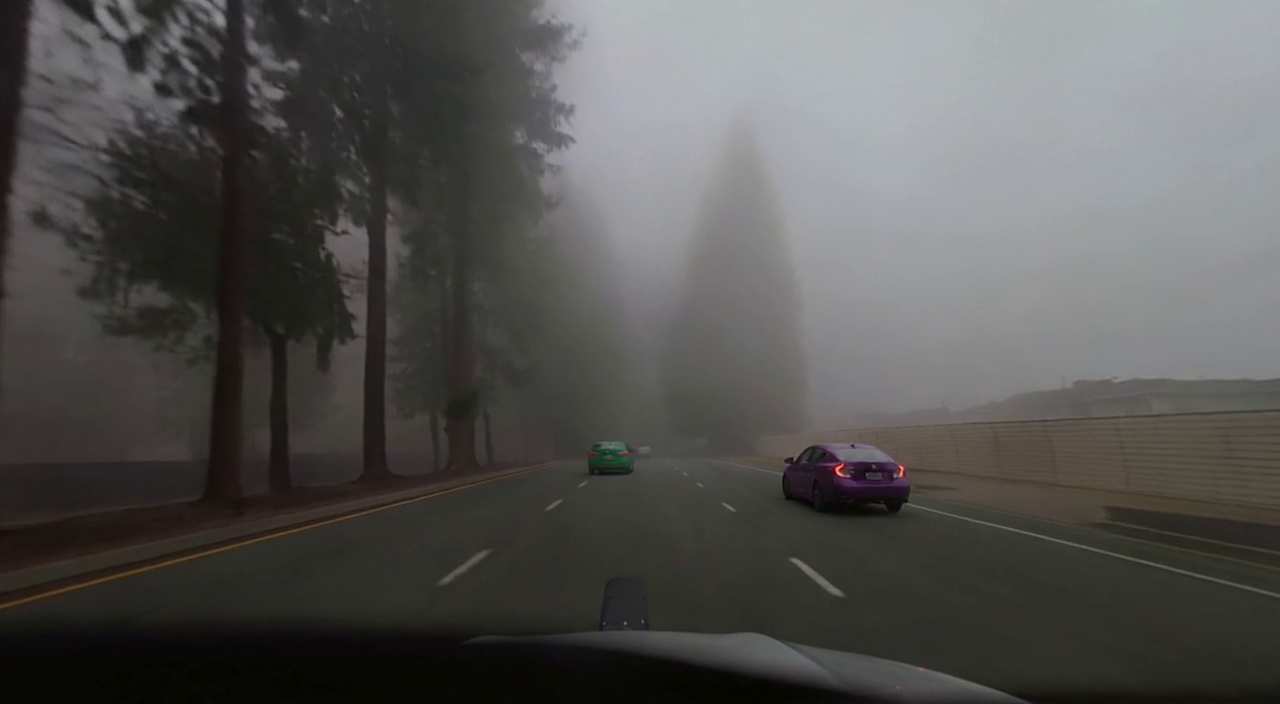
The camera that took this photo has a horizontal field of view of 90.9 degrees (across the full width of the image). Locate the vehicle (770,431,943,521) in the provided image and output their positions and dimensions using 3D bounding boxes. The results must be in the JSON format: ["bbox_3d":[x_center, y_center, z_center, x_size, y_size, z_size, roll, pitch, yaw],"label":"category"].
[{"bbox_3d":[4.174,2.424,13.056,1.943,1.471,4.515,-1,-8,0],"label":"vehicle"}]

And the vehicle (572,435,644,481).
[{"bbox_3d":[-1.084,3.967,23.974,2.206,1.525,4.695,-2,-8,3],"label":"vehicle"}]
